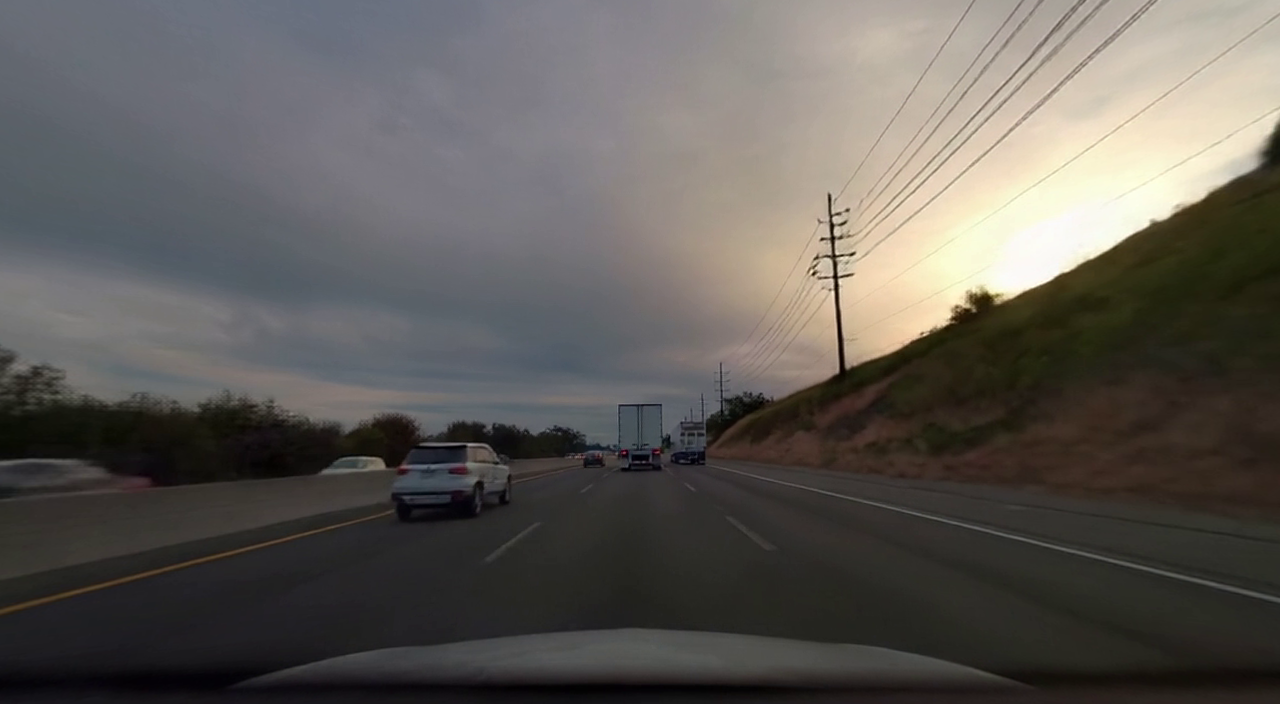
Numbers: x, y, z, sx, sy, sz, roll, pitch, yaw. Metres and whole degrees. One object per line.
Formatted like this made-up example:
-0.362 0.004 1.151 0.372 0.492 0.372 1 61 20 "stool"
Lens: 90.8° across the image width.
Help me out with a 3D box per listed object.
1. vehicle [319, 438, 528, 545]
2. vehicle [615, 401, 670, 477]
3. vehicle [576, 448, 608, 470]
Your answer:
-3.574 2.398 11.600 2.128 1.533 4.694 0 -9 1 "vehicle"
0.222 5.521 39.401 2.985 4.025 10.982 0 -9 1 "vehicle"
-3.731 8.412 49.948 2.170 1.657 4.573 0 -9 1 "vehicle"
